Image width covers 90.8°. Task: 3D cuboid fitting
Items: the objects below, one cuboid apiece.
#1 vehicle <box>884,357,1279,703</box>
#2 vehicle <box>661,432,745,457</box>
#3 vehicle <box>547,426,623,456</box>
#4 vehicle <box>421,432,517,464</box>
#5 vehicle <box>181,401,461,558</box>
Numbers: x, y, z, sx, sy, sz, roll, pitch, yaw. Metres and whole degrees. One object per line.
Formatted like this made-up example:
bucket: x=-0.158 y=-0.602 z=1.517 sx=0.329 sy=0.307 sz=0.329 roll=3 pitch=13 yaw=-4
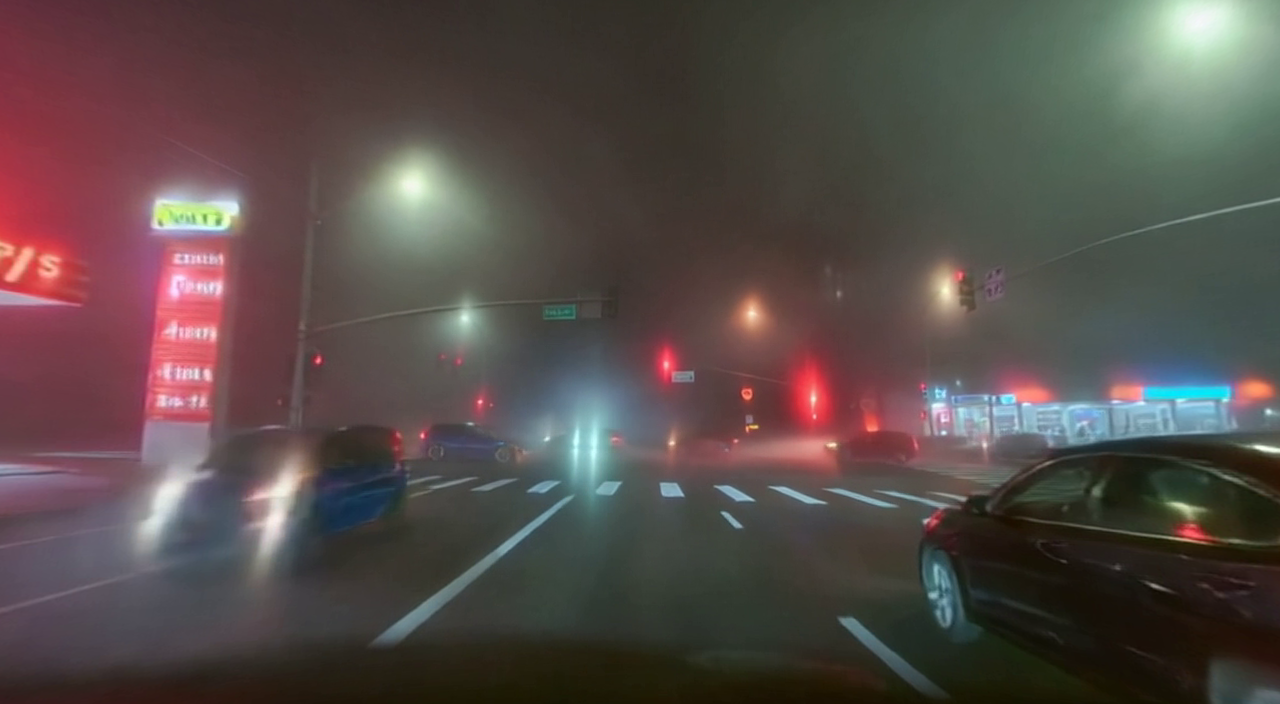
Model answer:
vehicle: x=2.893 y=0.874 z=2.521 sx=1.995 sy=1.525 sz=4.392 roll=0 pitch=-8 yaw=-1
vehicle: x=3.834 y=5.735 z=38.979 sx=4.801 sy=1.466 sz=1.830 roll=-5 pitch=-10 yaw=28
vehicle: x=-3.368 y=5.503 z=38.891 sx=4.311 sy=1.742 sz=1.864 roll=-4 pitch=-9 yaw=26
vehicle: x=-8.671 y=4.840 z=31.928 sx=4.806 sy=1.482 sz=1.862 roll=-6 pitch=-10 yaw=32
vehicle: x=-4.161 y=1.731 z=9.309 sx=2.196 sy=1.696 sz=4.484 roll=1 pitch=-8 yaw=-7
